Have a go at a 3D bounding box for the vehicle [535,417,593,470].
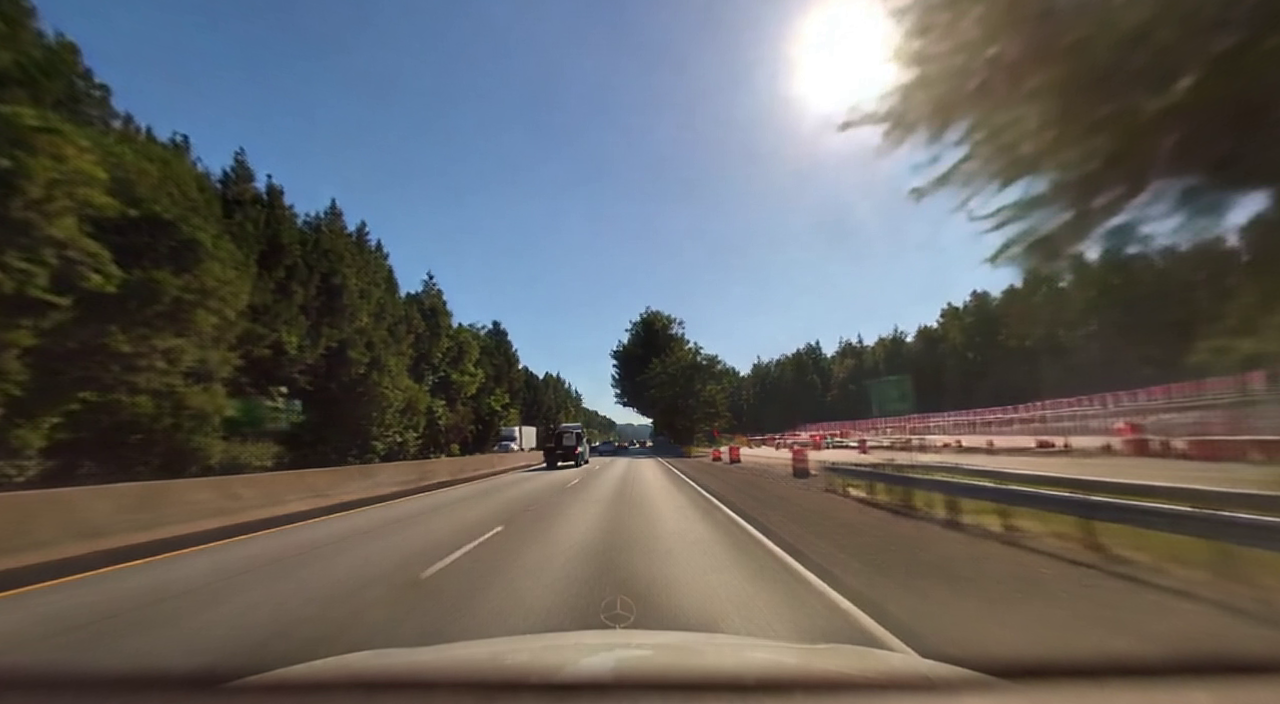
[{"bbox_3d":[-4.006,4.967,34.317,2.484,2.625,5.907,0,-8,-1],"label":"vehicle"}]
